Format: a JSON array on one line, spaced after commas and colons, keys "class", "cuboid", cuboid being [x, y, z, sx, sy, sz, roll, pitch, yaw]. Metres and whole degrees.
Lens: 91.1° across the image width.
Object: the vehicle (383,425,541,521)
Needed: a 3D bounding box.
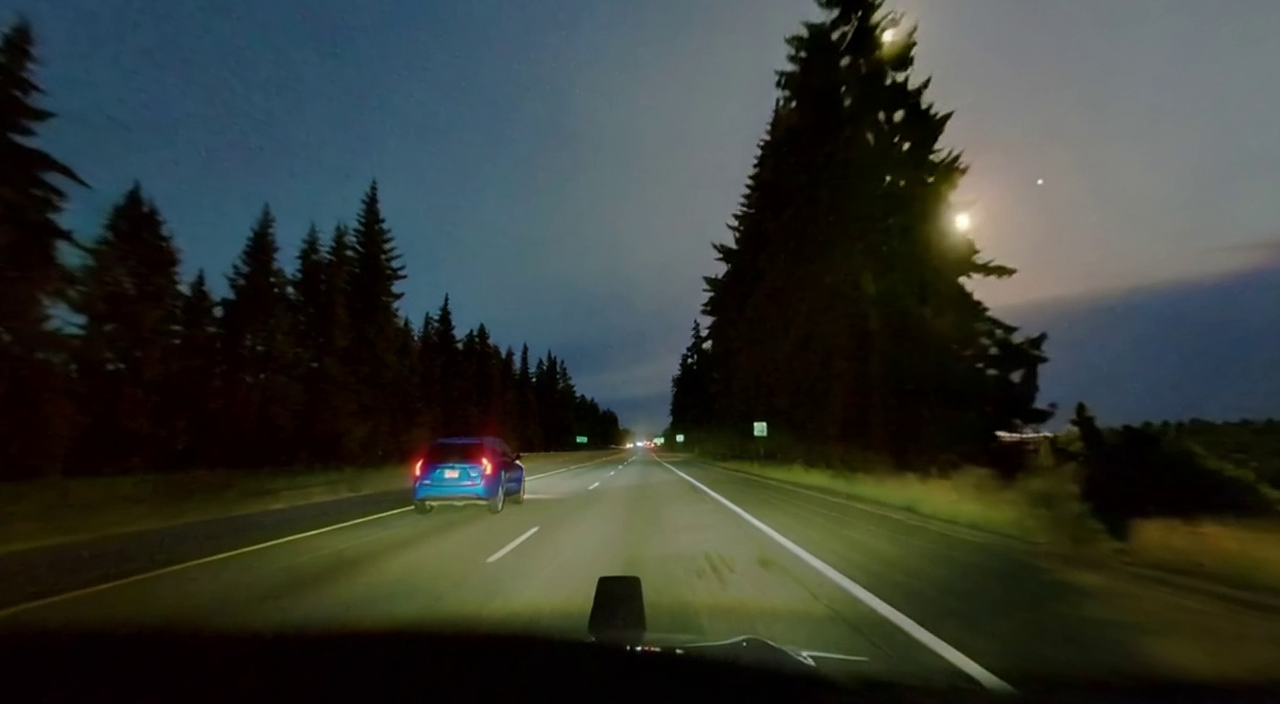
[{"class": "vehicle", "cuboid": [-3.668, 2.577, 13.959, 2.084, 1.752, 4.479, -1, -8, 1]}]
